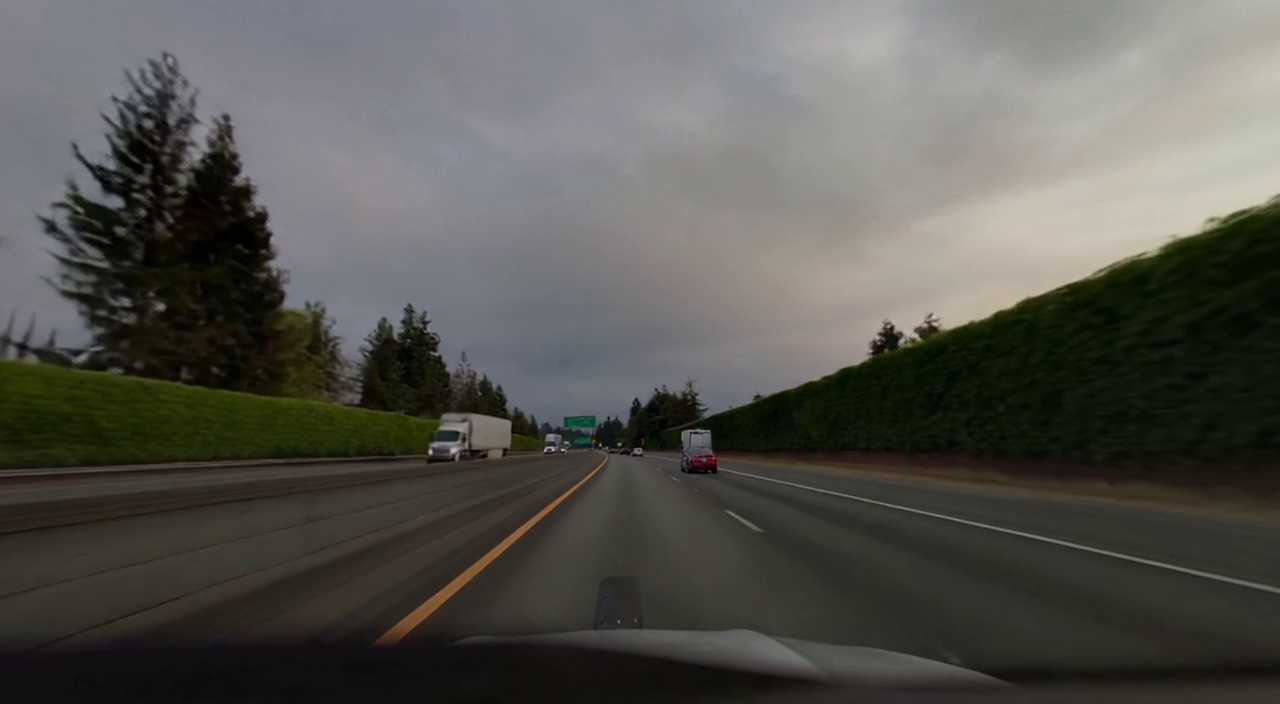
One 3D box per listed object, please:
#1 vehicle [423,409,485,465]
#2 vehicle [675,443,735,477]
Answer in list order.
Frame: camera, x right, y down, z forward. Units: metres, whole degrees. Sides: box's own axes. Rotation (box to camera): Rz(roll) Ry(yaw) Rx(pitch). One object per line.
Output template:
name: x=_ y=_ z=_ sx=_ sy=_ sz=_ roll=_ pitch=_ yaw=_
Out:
vehicle: x=-14.191 y=6.599 z=48.289 sx=3.118 sy=3.986 sz=5.803 roll=0 pitch=-9 yaw=-2
vehicle: x=3.074 y=5.277 z=30.822 sx=2.244 sy=1.498 sz=4.338 roll=0 pitch=-9 yaw=-3
